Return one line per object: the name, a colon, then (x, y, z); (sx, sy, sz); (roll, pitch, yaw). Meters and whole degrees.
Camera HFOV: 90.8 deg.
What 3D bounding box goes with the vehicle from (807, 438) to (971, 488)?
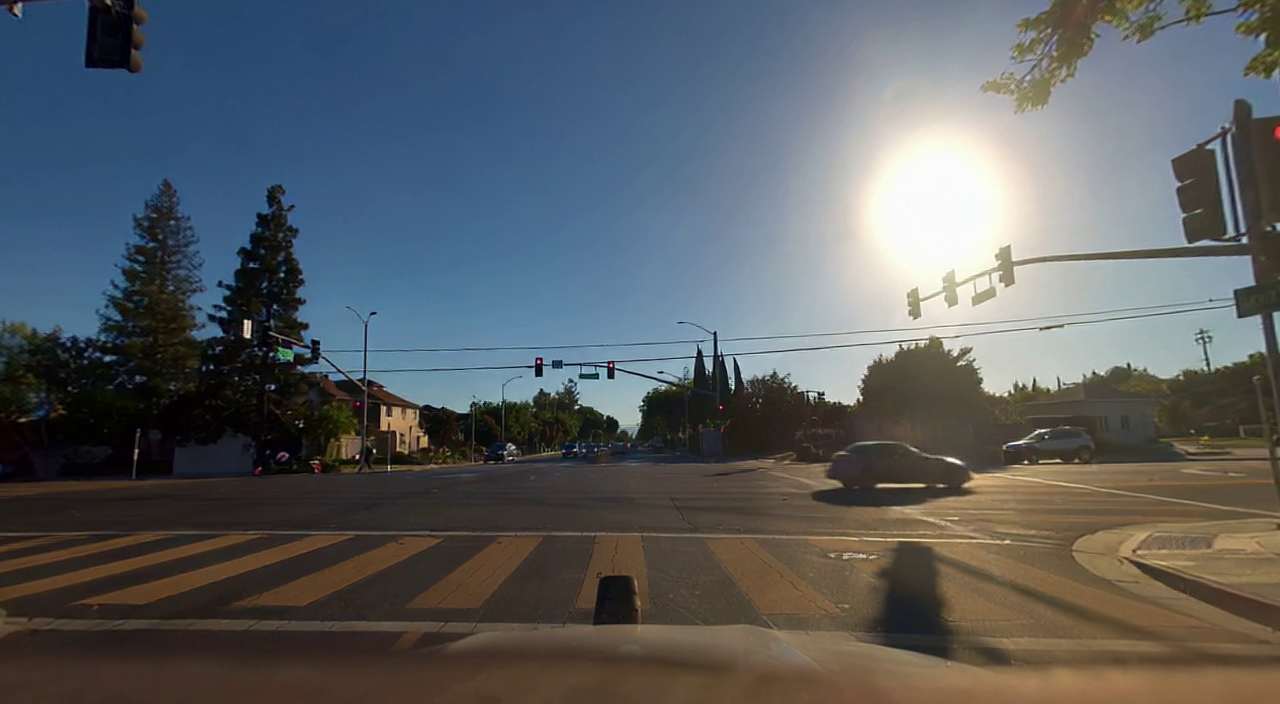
vehicle: (8.251, 3.724, 21.337); (4.734, 1.585, 1.940); (-1, -8, 5)
